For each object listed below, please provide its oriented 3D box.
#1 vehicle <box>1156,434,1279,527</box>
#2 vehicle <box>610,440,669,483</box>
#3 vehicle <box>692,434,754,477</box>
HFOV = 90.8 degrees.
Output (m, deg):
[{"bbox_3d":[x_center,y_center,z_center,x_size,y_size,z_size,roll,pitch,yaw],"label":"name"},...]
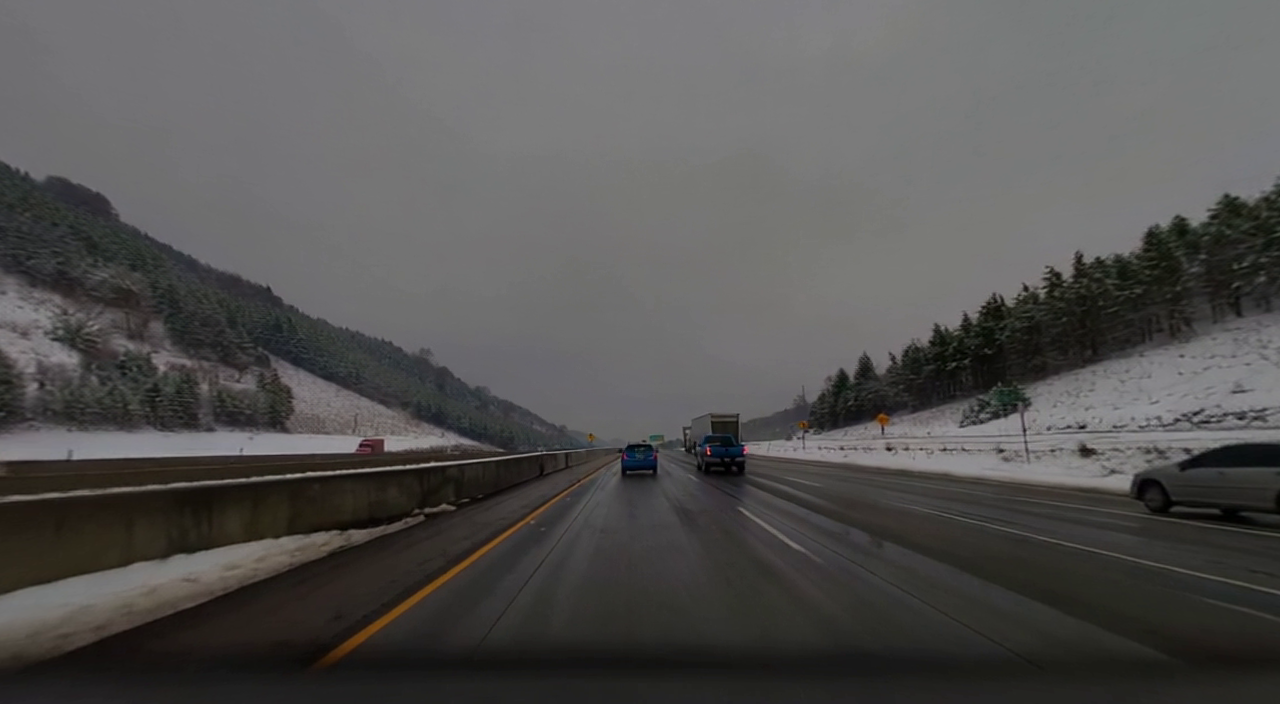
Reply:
[{"bbox_3d":[11.056,2.043,10.045,1.945,1.451,4.397,0,-9,-1],"label":"vehicle"},{"bbox_3d":[-0.070,4.143,24.101,2.083,1.477,3.965,0,-9,-1],"label":"vehicle"},{"bbox_3d":[3.686,4.692,28.947,2.098,1.794,4.561,0,-9,-2],"label":"vehicle"}]
